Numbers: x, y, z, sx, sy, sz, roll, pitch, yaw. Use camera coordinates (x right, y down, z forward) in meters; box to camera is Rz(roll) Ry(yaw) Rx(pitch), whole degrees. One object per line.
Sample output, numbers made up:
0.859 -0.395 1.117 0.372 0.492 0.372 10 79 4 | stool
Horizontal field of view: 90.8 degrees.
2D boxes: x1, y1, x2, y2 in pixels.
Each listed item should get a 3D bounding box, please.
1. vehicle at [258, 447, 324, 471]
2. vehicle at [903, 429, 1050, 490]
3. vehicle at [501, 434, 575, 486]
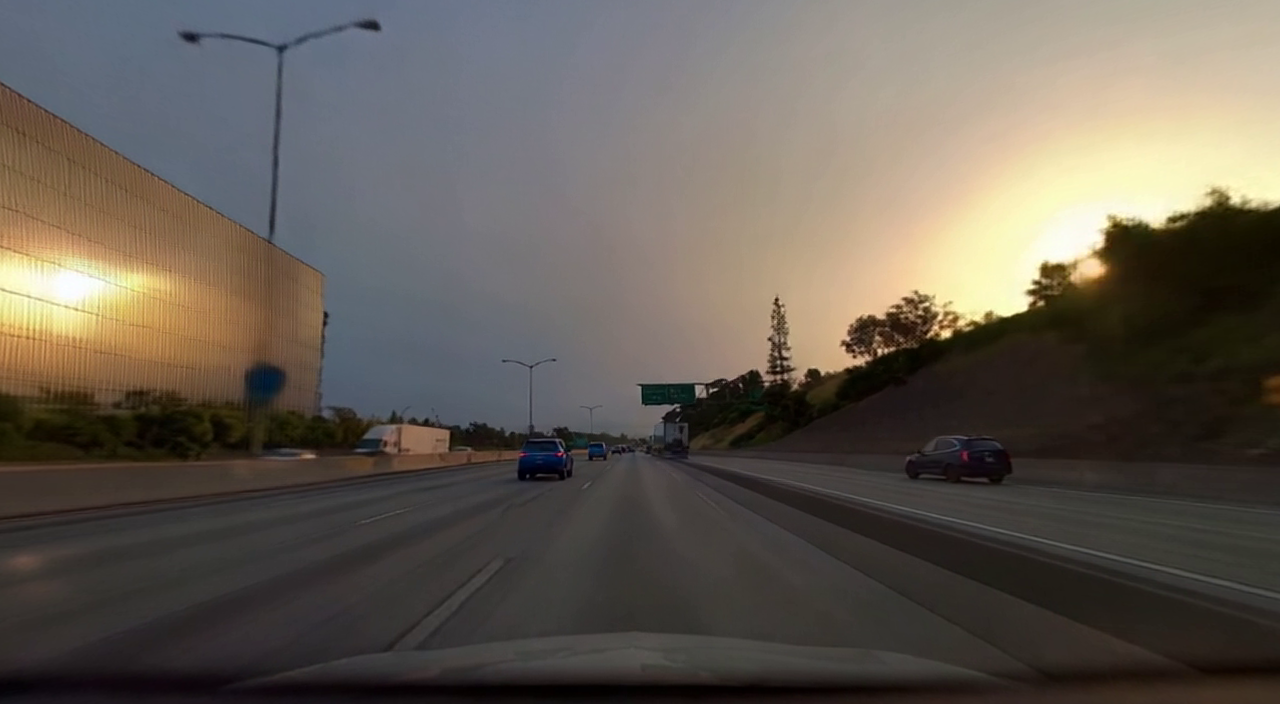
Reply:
-23.534 7.214 42.792 1.904 1.491 4.603 0 -9 0 | vehicle
11.132 3.622 21.489 2.089 1.787 5.080 0 -9 -1 | vehicle
-3.569 3.886 22.928 2.039 1.710 4.237 0 -9 -1 | vehicle
